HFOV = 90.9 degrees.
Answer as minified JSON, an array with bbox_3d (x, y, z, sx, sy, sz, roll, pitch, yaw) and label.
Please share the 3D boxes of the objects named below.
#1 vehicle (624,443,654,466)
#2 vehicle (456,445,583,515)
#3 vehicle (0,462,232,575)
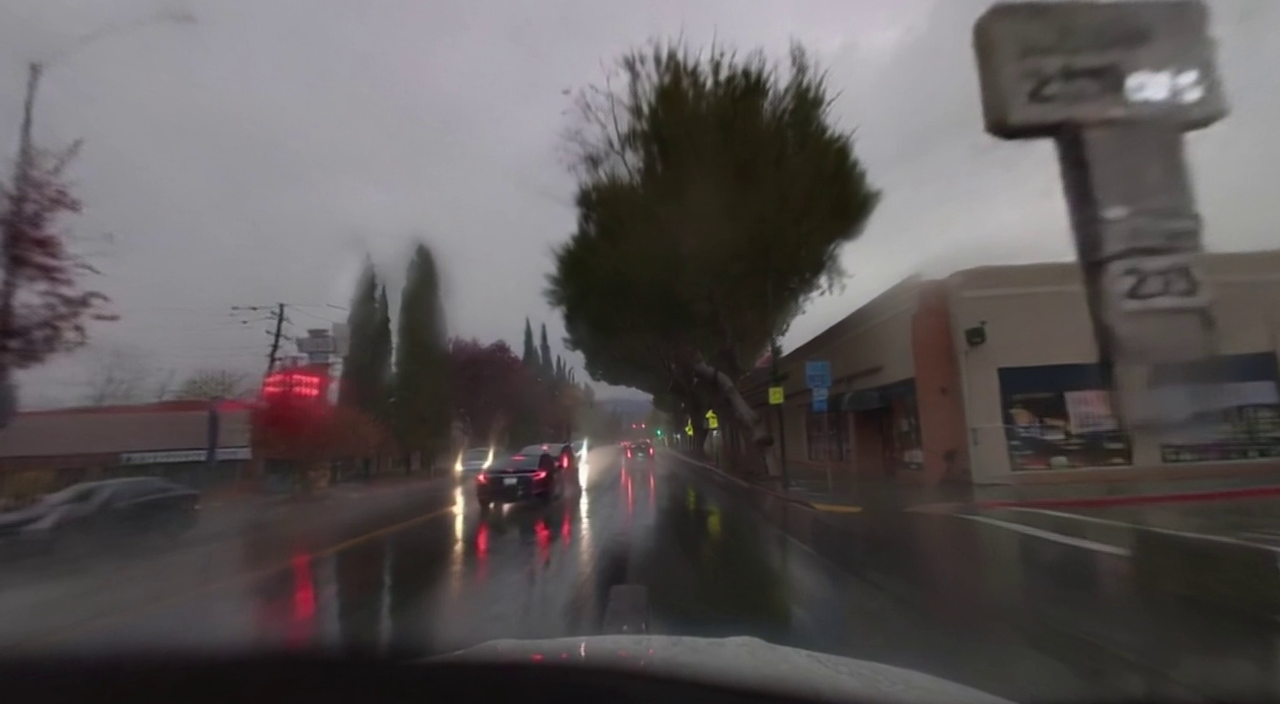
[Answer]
[{"bbox_3d":[-0.123,7.027,43.507,2.020,1.478,3.922,0,-8,-2],"label":"vehicle"},{"bbox_3d":[-2.679,2.961,15.247,2.099,1.424,4.609,0,-8,1],"label":"vehicle"},{"bbox_3d":[-11.313,3.427,13.480,1.978,1.640,4.695,-9,-8,0],"label":"vehicle"}]
